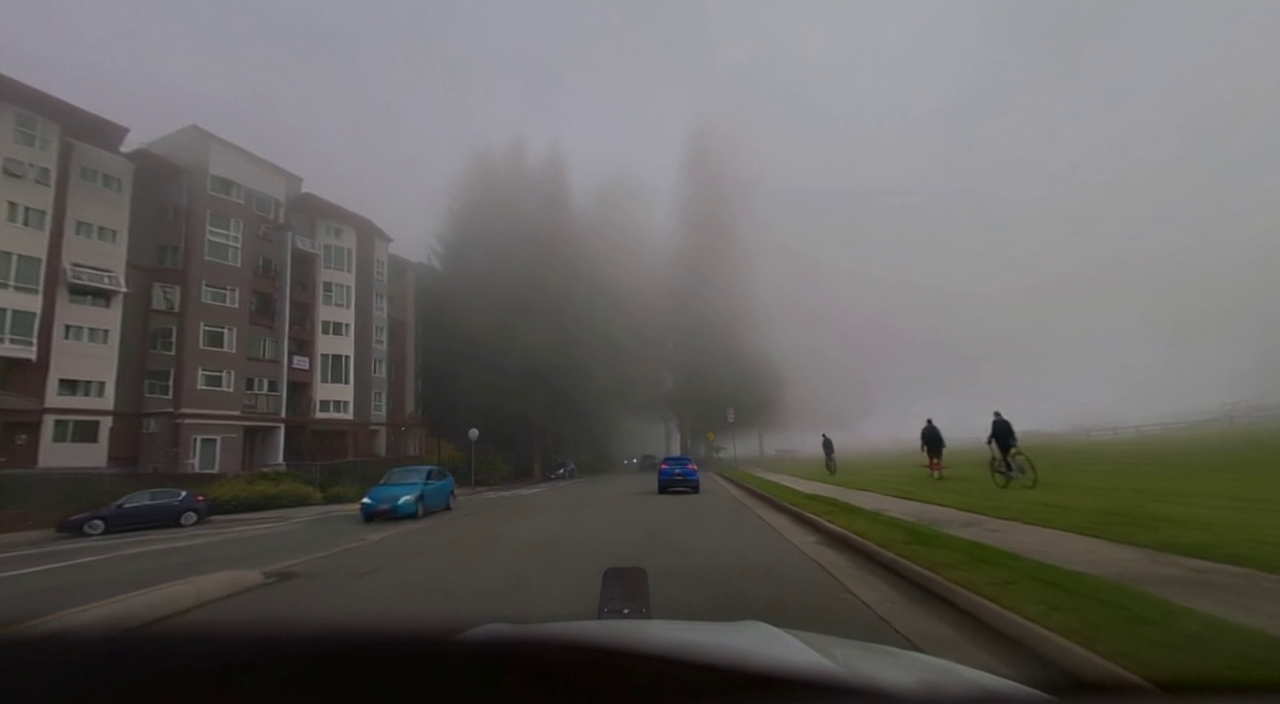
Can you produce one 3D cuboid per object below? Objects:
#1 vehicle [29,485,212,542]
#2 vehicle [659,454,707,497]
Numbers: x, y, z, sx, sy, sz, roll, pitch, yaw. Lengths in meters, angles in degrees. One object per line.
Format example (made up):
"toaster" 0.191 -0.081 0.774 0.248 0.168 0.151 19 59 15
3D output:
"vehicle" -17.784 5.445 21.724 4.607 1.409 2.116 7 -12 -43
"vehicle" 1.515 4.386 22.597 1.559 1.351 2.452 -3 -9 3
